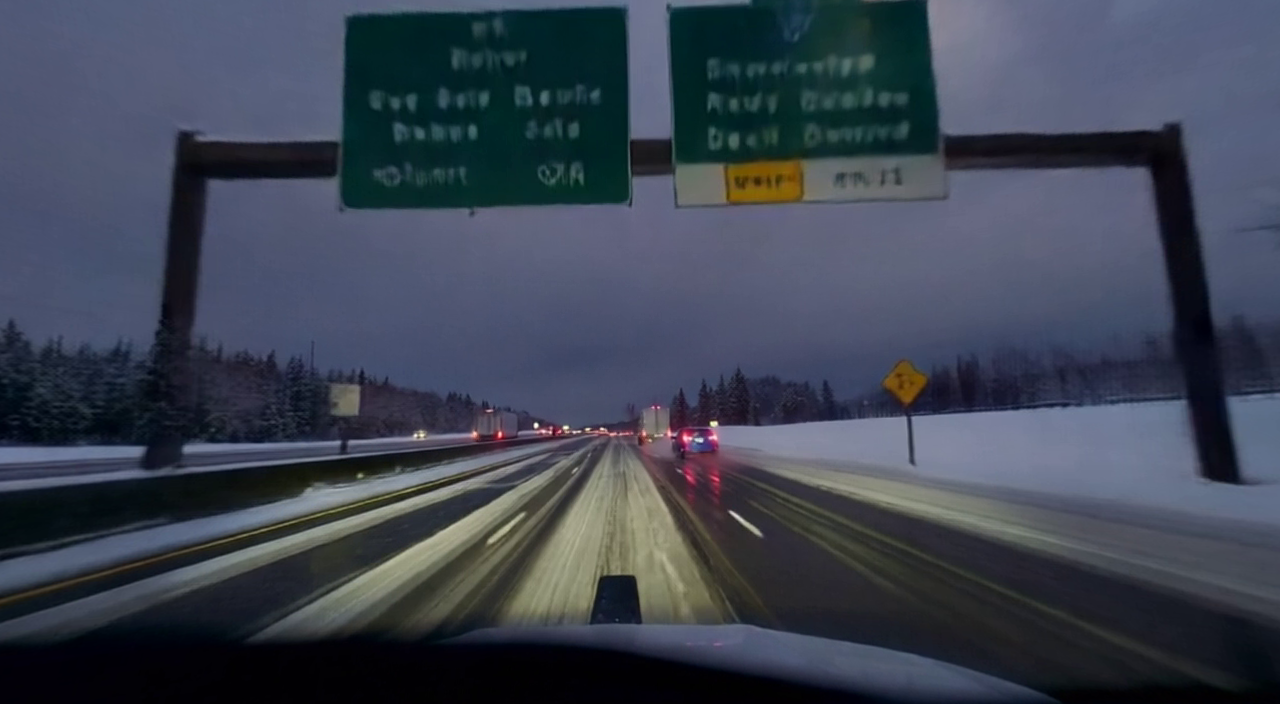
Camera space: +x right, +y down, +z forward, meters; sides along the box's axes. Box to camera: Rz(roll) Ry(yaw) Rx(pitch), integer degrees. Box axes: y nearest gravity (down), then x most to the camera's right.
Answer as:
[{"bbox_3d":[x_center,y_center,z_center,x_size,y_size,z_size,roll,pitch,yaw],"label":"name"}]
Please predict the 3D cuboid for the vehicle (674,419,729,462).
[{"bbox_3d":[2.924,4.316,30.799,2.076,1.914,4.287,0,-8,-2],"label":"vehicle"}]
